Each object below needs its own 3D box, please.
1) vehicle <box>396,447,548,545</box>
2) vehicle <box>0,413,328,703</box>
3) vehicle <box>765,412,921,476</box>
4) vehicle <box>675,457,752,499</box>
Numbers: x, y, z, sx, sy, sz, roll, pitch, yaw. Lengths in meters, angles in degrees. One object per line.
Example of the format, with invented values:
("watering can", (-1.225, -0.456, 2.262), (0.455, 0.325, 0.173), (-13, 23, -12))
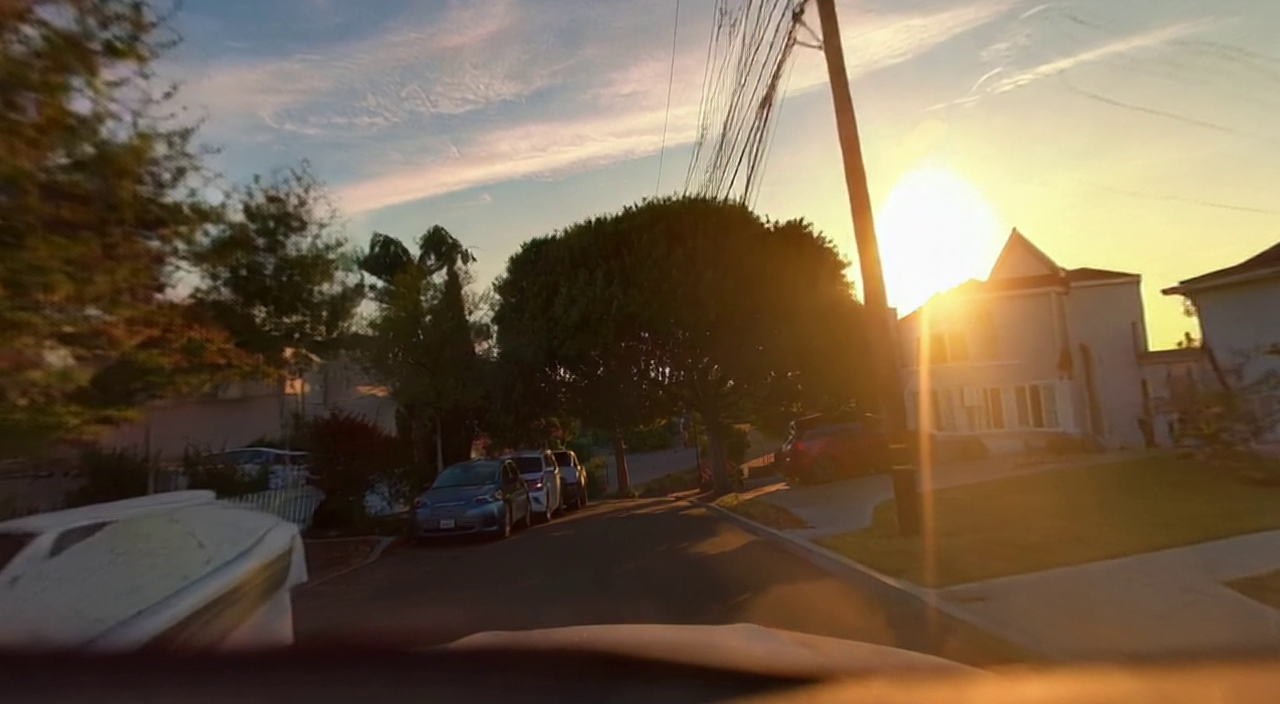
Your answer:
("vehicle", (-3.144, 2.752, 12.948), (2.081, 1.589, 4.691), (0, -8, -4))
("vehicle", (-4.998, 1.330, 4.137), (4.537, 1.595, 2.471), (1, -14, -2))
("vehicle", (6.360, 2.926, 20.128), (4.249, 1.905, 1.904), (0, -8, -2))
("vehicle", (3.142, 5.357, 27.189), (3.005, 1.535, 4.025), (-1, -8, 6))
